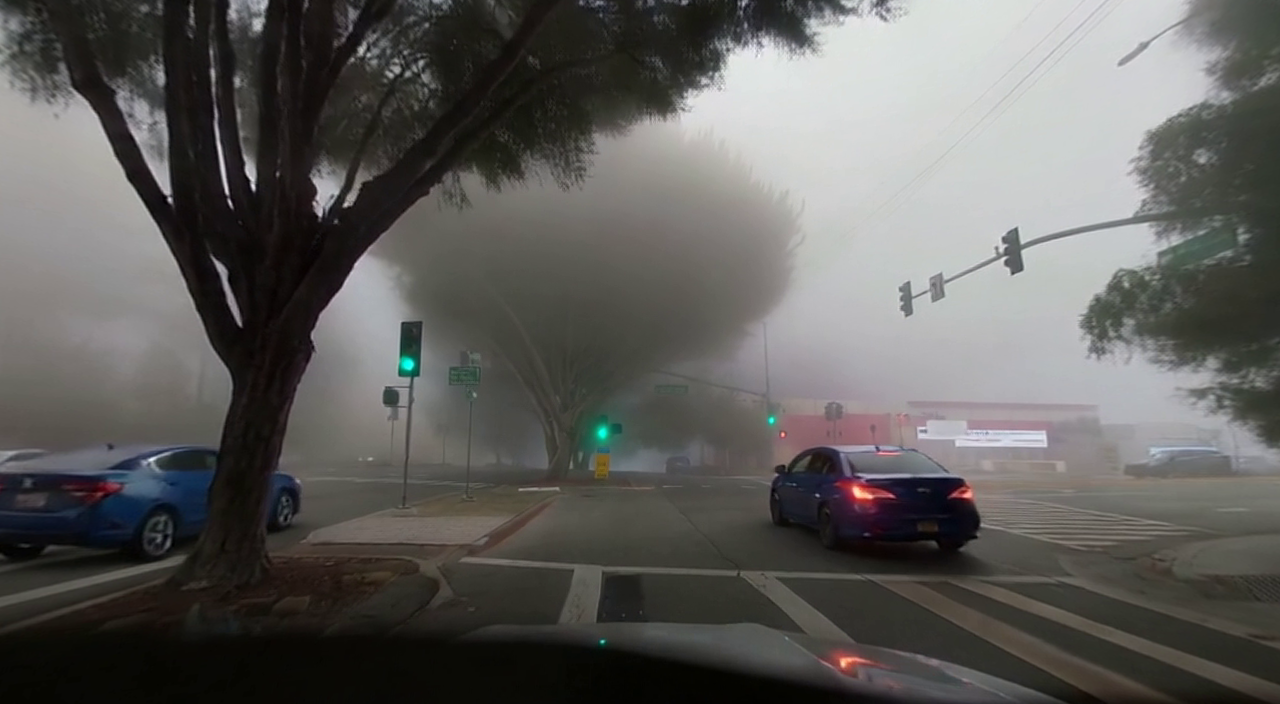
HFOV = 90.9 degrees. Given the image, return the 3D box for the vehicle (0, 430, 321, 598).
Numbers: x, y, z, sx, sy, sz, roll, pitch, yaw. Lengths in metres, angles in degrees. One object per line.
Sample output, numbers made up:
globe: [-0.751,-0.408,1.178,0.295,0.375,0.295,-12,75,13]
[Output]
vehicle: [-6.143,1.785,7.922,1.995,1.470,4.556,0,-9,-2]

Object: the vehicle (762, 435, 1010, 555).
vehicle: [3.597,2.160,10.360,1.940,1.487,4.562,0,-9,-4]

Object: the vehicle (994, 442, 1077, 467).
vehicle: [28.438,7.372,45.533,2.026,1.657,5.260,1,-9,-9]
